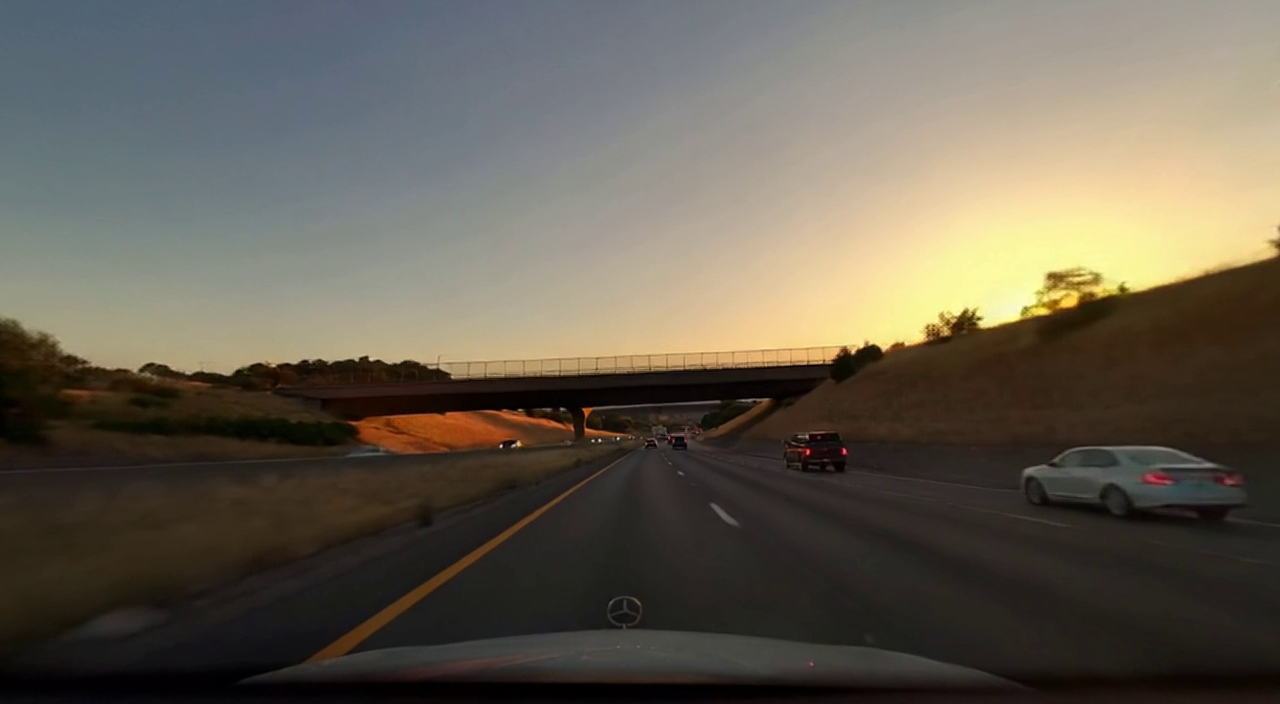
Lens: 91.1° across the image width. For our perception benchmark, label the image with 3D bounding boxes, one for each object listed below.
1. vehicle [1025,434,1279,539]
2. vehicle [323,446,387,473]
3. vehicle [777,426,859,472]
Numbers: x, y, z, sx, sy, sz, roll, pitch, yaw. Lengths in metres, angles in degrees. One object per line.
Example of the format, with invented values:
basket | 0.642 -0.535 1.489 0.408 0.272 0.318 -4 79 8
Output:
vehicle | 9.066 2.213 11.002 1.927 1.472 4.076 0 -9 -2
vehicle | -16.968 6.406 37.619 1.792 1.478 4.262 0 -8 0
vehicle | 8.678 4.809 31.234 2.362 2.037 5.409 0 -9 -1
